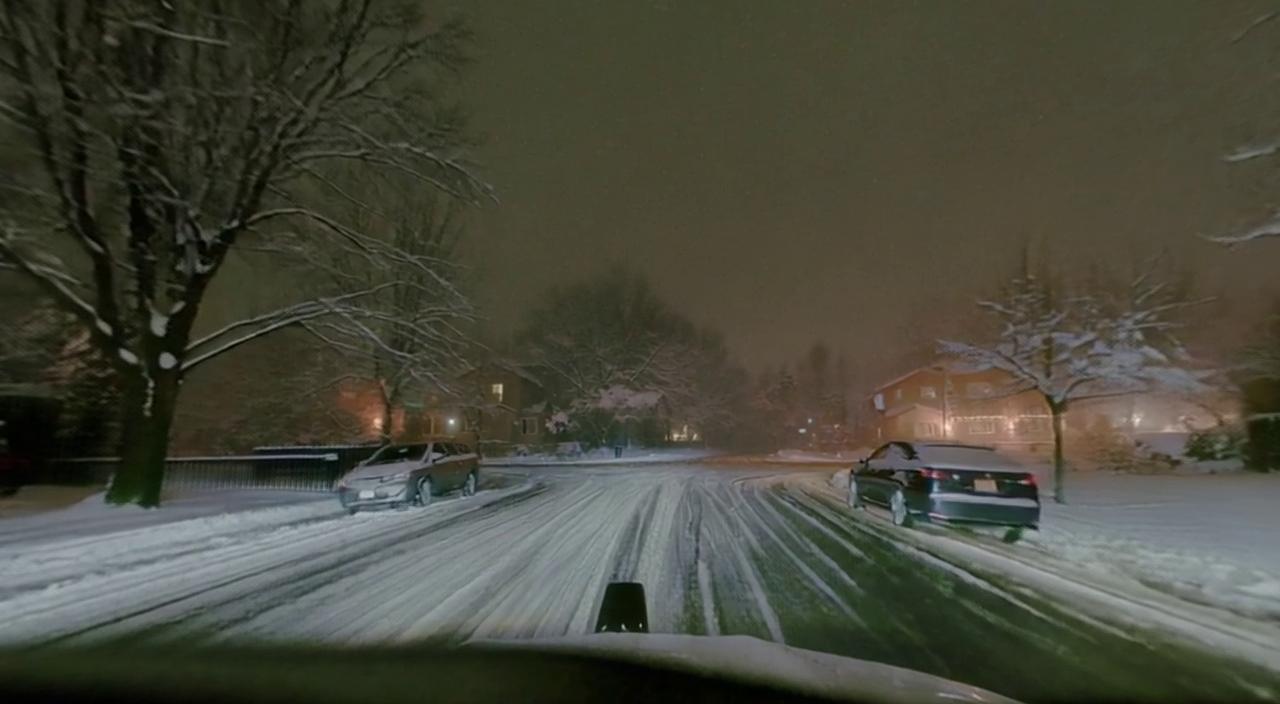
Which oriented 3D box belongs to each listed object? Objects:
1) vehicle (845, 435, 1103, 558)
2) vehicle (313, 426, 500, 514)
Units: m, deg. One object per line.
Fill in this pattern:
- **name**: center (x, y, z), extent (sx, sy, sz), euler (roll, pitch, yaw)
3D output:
- **vehicle**: center (4.771, 2.039, 9.956), extent (1.931, 1.395, 4.793), euler (0, -7, 6)
- **vehicle**: center (-4.900, 2.627, 13.995), extent (1.943, 1.433, 4.717), euler (-7, -11, 5)
